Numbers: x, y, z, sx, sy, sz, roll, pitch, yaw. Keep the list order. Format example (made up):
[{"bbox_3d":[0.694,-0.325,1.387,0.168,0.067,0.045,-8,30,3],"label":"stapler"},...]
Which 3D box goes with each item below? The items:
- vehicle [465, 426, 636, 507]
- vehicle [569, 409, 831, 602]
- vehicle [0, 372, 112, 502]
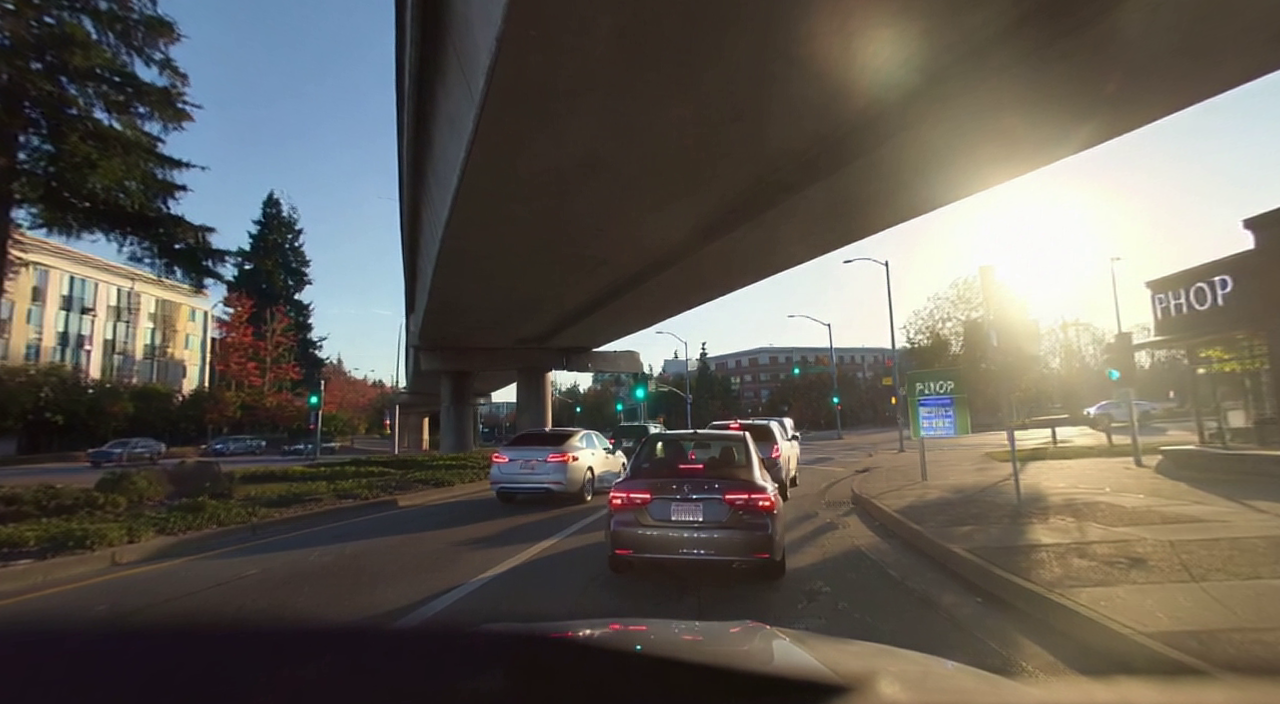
[{"bbox_3d":[-1.783,2.555,14.553,2.214,1.519,4.704,-2,-9,15],"label":"vehicle"},{"bbox_3d":[0.807,1.602,7.547,2.195,1.571,4.353,-2,-8,9],"label":"vehicle"},{"bbox_3d":[-24.372,2.700,18.734,13.064,3.755,3.269,0,-8,-13],"label":"vehicle"}]
